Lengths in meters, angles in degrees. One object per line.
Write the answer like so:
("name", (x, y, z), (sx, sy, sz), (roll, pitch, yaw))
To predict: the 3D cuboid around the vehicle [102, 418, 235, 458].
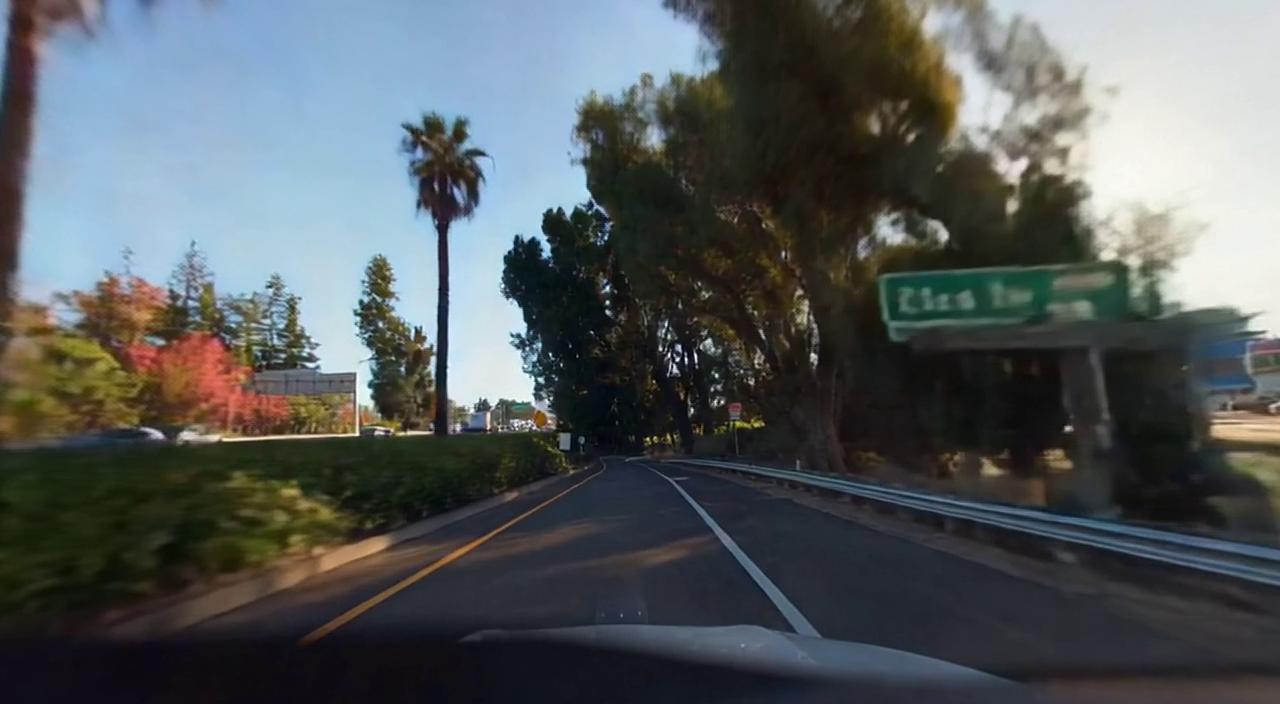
("vehicle", (-18.894, 3.529, 25.648), (1.931, 1.451, 4.683), (0, -8, -2))
